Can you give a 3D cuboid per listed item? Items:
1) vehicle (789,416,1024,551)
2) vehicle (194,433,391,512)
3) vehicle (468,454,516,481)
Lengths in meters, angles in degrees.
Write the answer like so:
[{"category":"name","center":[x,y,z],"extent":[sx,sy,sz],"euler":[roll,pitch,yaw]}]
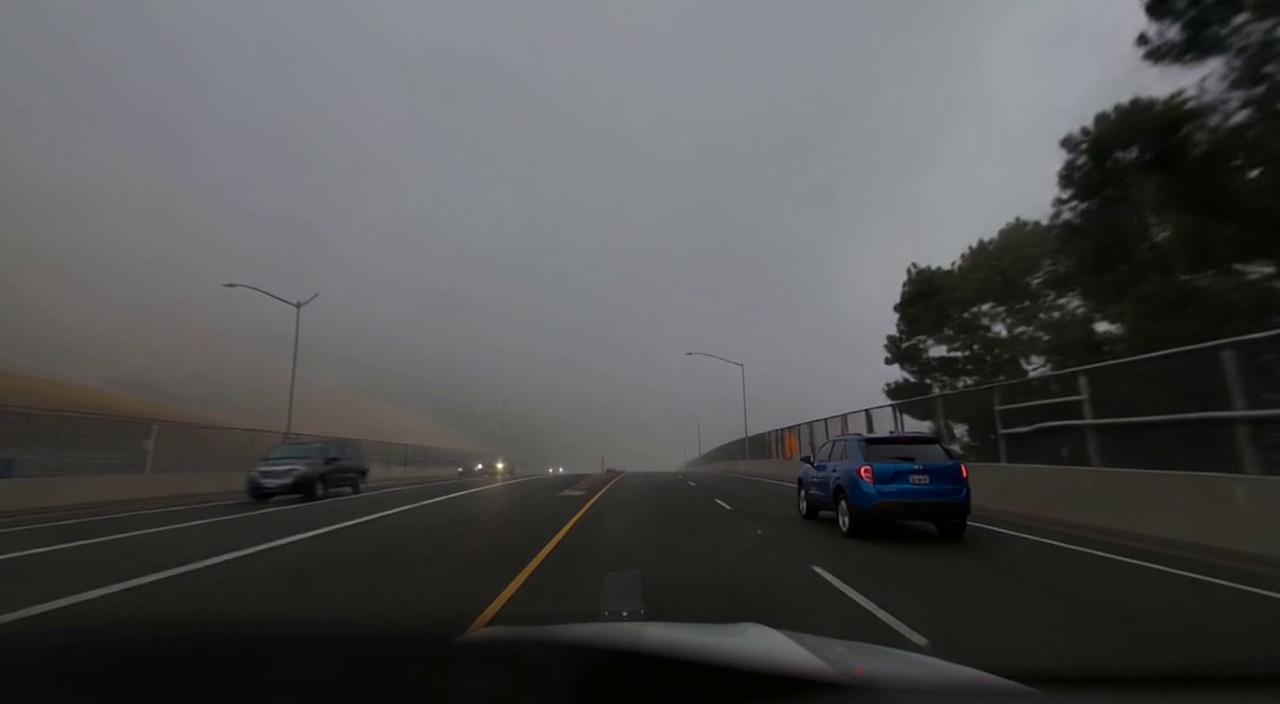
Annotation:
[{"category":"vehicle","center":[3.994,2.034,10.444],"extent":[1.989,1.730,4.324],"euler":[-1,-8,1]},{"category":"vehicle","center":[-10.364,3.618,19.667],"extent":[2.597,2.034,6.006],"euler":[-1,-8,1]},{"category":"vehicle","center":[-10.403,8.129,44.695],"extent":[2.144,1.762,4.604],"euler":[-1,-8,1]}]
